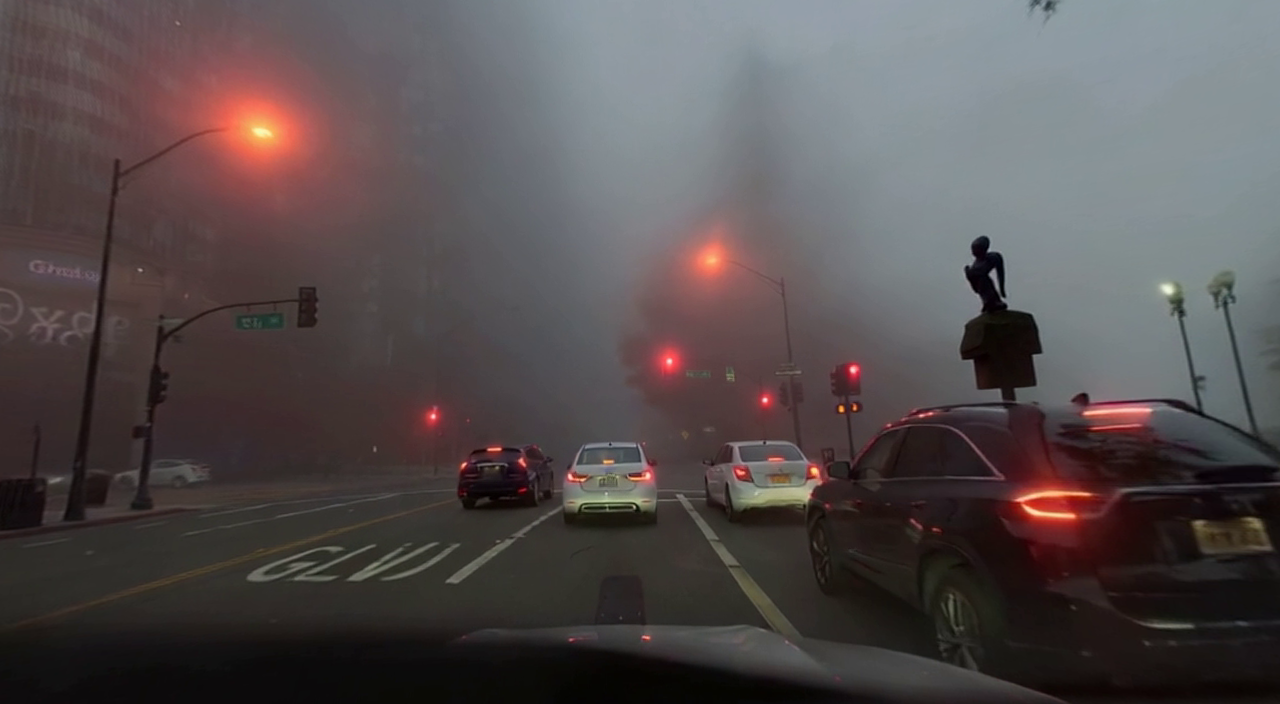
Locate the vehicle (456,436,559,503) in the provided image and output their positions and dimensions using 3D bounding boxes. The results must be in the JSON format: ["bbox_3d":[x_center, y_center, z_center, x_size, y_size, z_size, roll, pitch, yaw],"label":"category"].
[{"bbox_3d":[-3.578,3.262,18.096,2.045,1.633,4.864,0,-9,-2],"label":"vehicle"}]

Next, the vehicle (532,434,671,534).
[{"bbox_3d":[-0.610,2.313,11.665,2.096,1.492,4.071,0,-9,-1],"label":"vehicle"}]

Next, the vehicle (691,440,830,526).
[{"bbox_3d":[2.244,2.562,12.989,1.943,1.449,4.202,0,-9,-1],"label":"vehicle"}]

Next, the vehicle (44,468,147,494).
[{"bbox_3d":[-32.362,7.640,37.619,4.392,1.427,1.764,0,-9,-1],"label":"vehicle"}]

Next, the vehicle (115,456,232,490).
[{"bbox_3d":[-25.463,6.600,34.643,4.612,1.752,1.953,1,-9,-10],"label":"vehicle"}]

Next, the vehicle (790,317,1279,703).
[{"bbox_3d":[2.629,1.085,4.251,2.096,1.775,4.440,0,-9,-1],"label":"vehicle"}]
